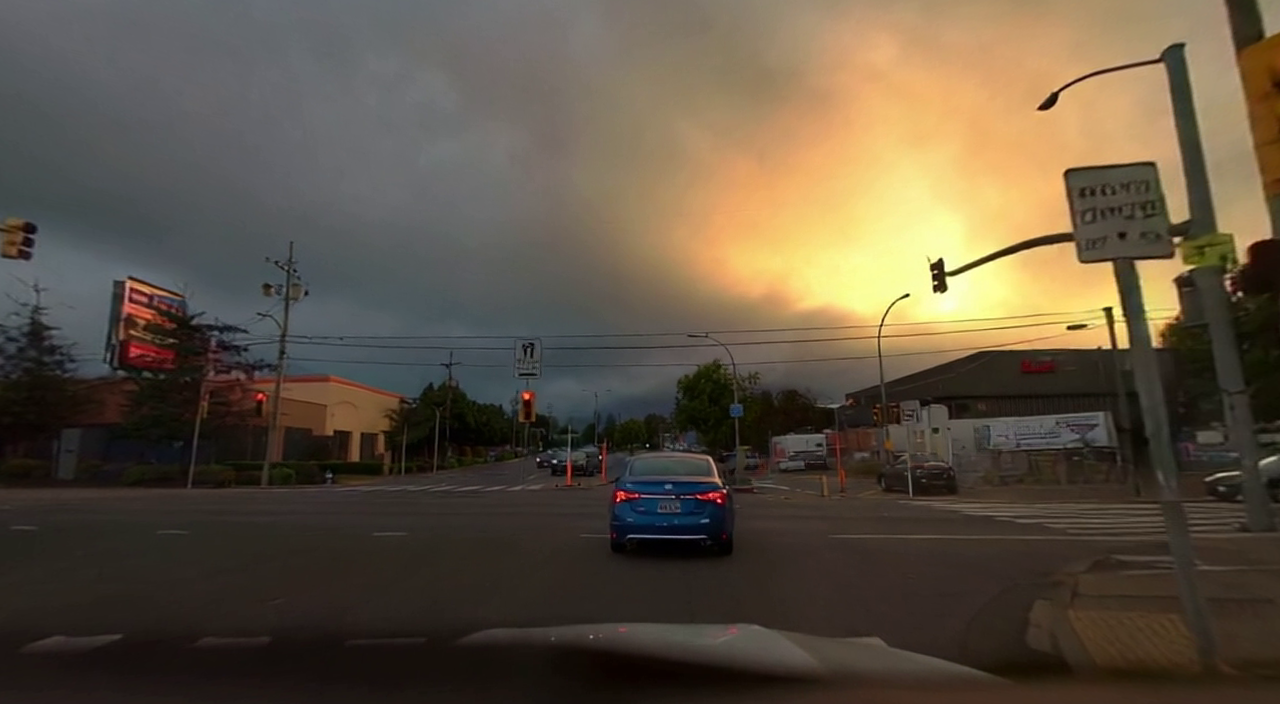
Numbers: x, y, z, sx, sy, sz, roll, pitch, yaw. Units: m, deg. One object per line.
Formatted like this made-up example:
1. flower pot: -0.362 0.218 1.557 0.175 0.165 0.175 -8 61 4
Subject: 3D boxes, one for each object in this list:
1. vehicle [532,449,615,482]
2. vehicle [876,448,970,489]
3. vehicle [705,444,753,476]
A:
1. vehicle: -3.485 5.911 33.153 3.991 1.526 1.868 -4 -9 30
2. vehicle: 11.600 4.858 26.168 1.922 1.529 3.964 1 -12 -2
3. vehicle: 5.887 7.123 41.835 1.491 2.041 2.964 6 -10 -35
